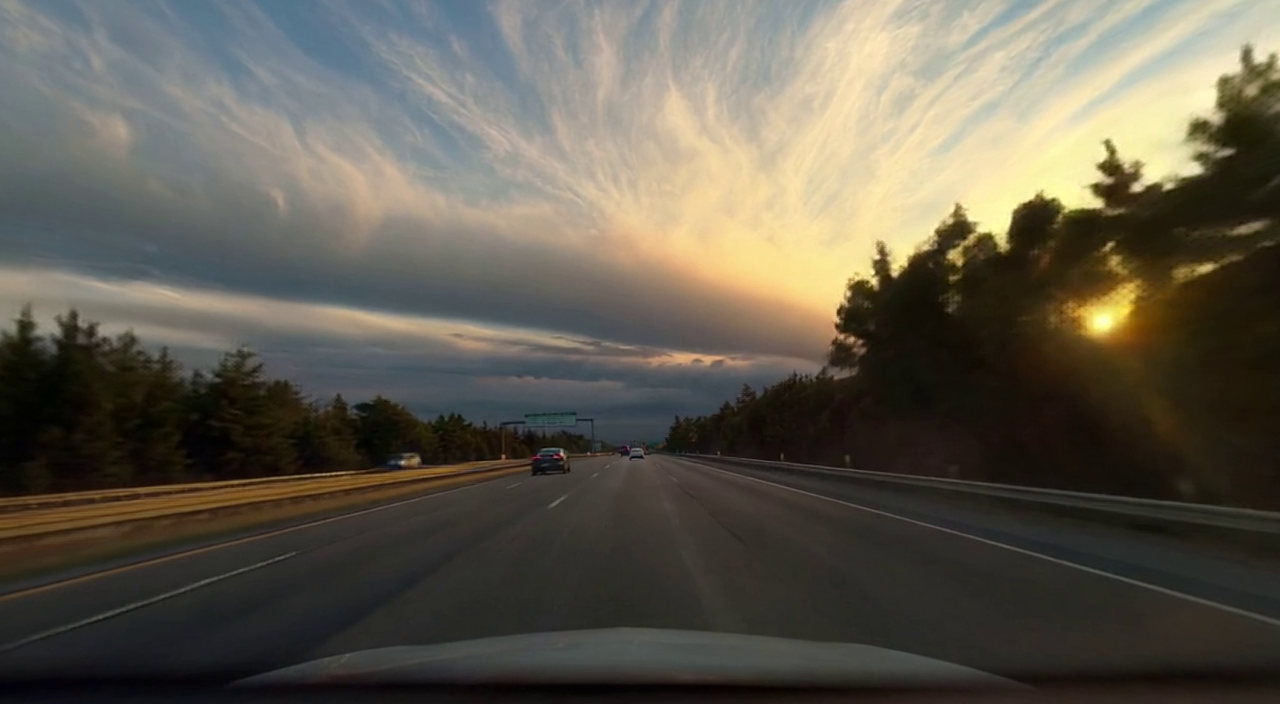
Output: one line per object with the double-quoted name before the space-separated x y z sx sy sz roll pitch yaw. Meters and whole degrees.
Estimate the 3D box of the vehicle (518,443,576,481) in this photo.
"vehicle" -4.174 5.015 28.825 1.958 1.587 4.801 0 -9 0
